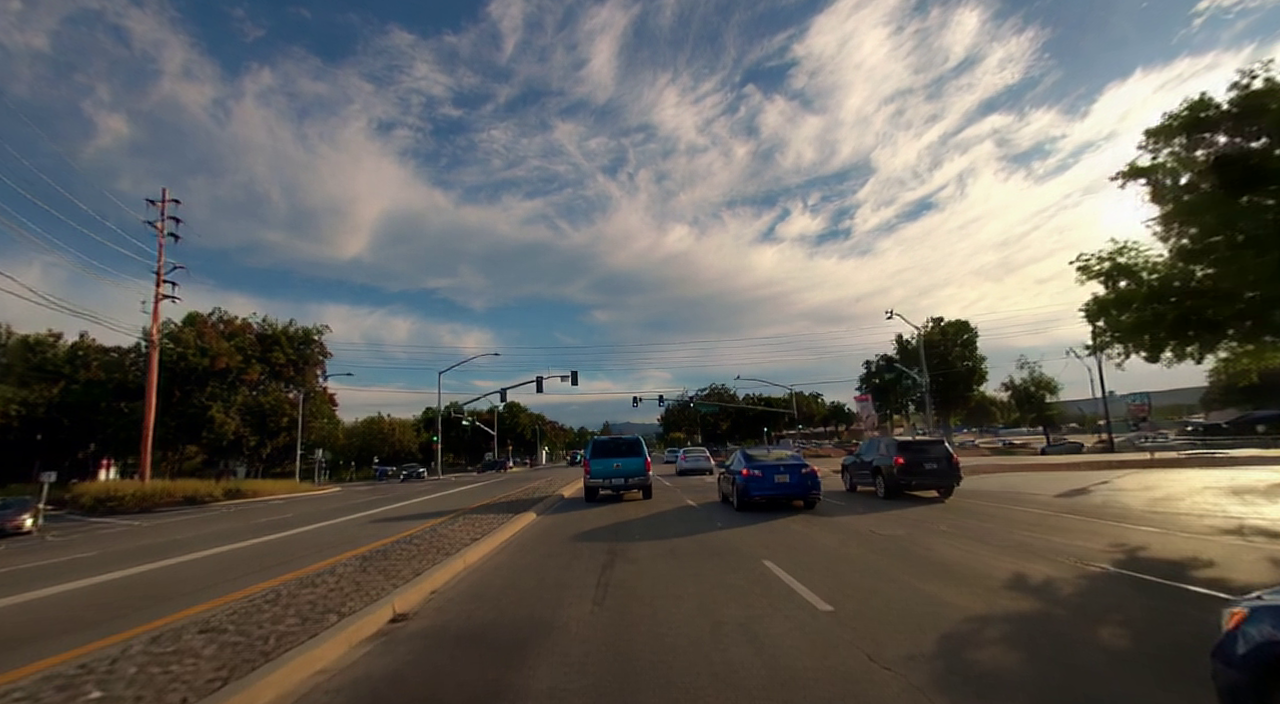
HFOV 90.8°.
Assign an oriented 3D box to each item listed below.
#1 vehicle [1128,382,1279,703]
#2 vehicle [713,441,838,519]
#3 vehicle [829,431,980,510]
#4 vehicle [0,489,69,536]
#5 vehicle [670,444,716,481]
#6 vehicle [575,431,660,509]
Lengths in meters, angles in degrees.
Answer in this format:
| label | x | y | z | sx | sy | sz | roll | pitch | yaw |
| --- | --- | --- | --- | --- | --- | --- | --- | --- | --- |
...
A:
| label | x | y | z | sx | sy | sz | roll | pitch | yaw |
| --- | --- | --- | --- | --- | --- | --- | --- | --- | --- |
| vehicle | 3.235 | 0.637 | 0.679 | 1.889 | 1.517 | 4.308 | 0 | -8 | -1 |
| vehicle | 3.059 | 2.963 | 15.277 | 1.880 | 1.579 | 4.401 | 0 | -8 | -2 |
| vehicle | 6.648 | 3.010 | 16.504 | 1.929 | 1.753 | 4.396 | 0 | -8 | -1 |
| vehicle | -26.969 | 6.930 | 27.070 | 4.526 | 1.715 | 1.989 | -10 | -12 | 25 |
| vehicle | 2.684 | 5.734 | 33.164 | 1.915 | 1.765 | 4.047 | 0 | -8 | -2 |
| vehicle | -0.661 | 3.428 | 18.837 | 2.231 | 1.998 | 4.254 | 0 | -8 | -2 |
